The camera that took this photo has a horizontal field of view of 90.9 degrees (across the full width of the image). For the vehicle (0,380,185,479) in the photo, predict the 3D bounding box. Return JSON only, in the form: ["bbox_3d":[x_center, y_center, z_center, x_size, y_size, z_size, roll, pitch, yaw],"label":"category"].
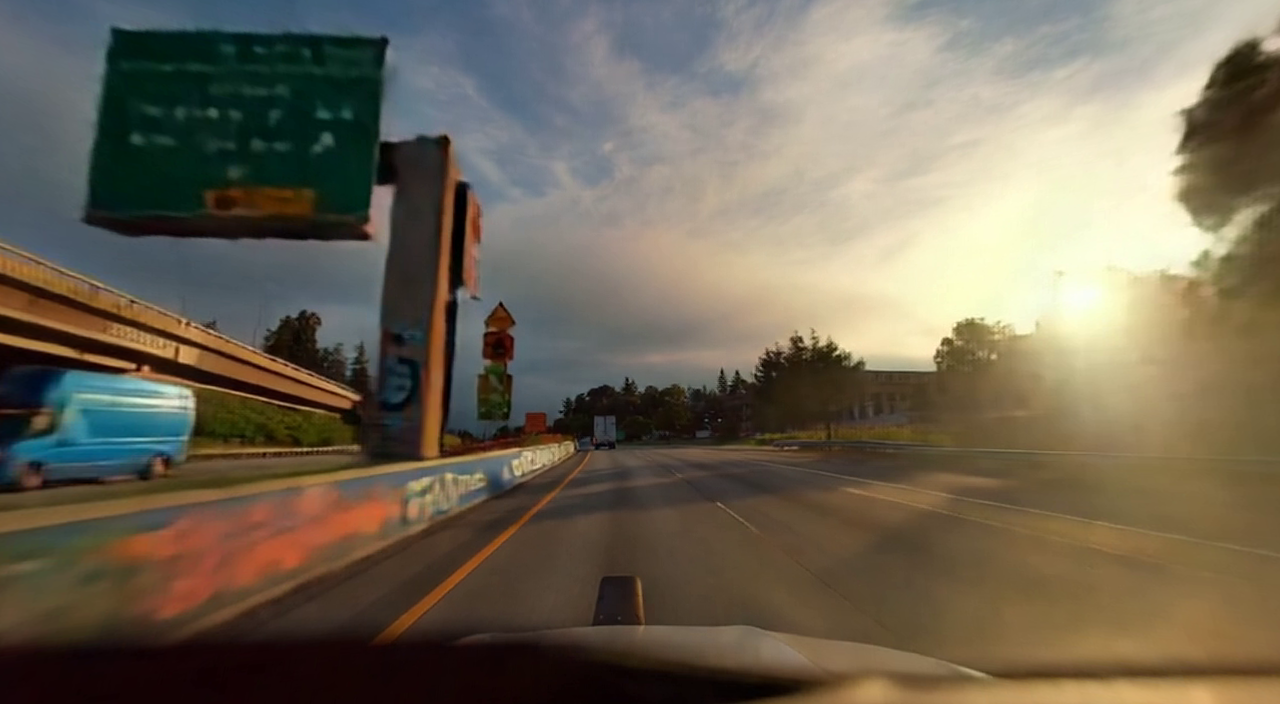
[{"bbox_3d":[-18.590,2.604,21.036,2.354,2.823,5.911,0,-8,-1],"label":"vehicle"}]
